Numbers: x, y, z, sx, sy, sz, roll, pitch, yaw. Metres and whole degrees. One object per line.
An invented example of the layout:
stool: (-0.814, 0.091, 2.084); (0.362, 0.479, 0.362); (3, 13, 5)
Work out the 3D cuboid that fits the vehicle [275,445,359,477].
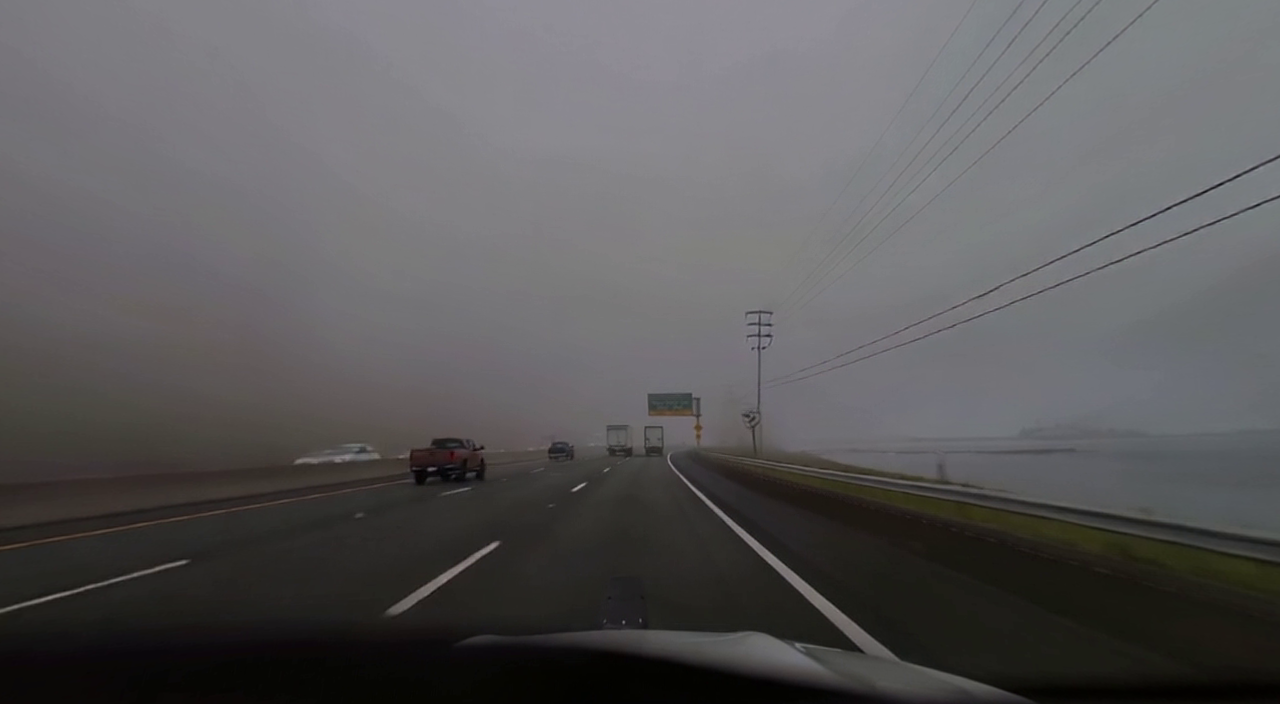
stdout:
vehicle: (-16.844, 5.698, 33.206); (1.904, 1.523, 4.591); (0, -9, 2)
